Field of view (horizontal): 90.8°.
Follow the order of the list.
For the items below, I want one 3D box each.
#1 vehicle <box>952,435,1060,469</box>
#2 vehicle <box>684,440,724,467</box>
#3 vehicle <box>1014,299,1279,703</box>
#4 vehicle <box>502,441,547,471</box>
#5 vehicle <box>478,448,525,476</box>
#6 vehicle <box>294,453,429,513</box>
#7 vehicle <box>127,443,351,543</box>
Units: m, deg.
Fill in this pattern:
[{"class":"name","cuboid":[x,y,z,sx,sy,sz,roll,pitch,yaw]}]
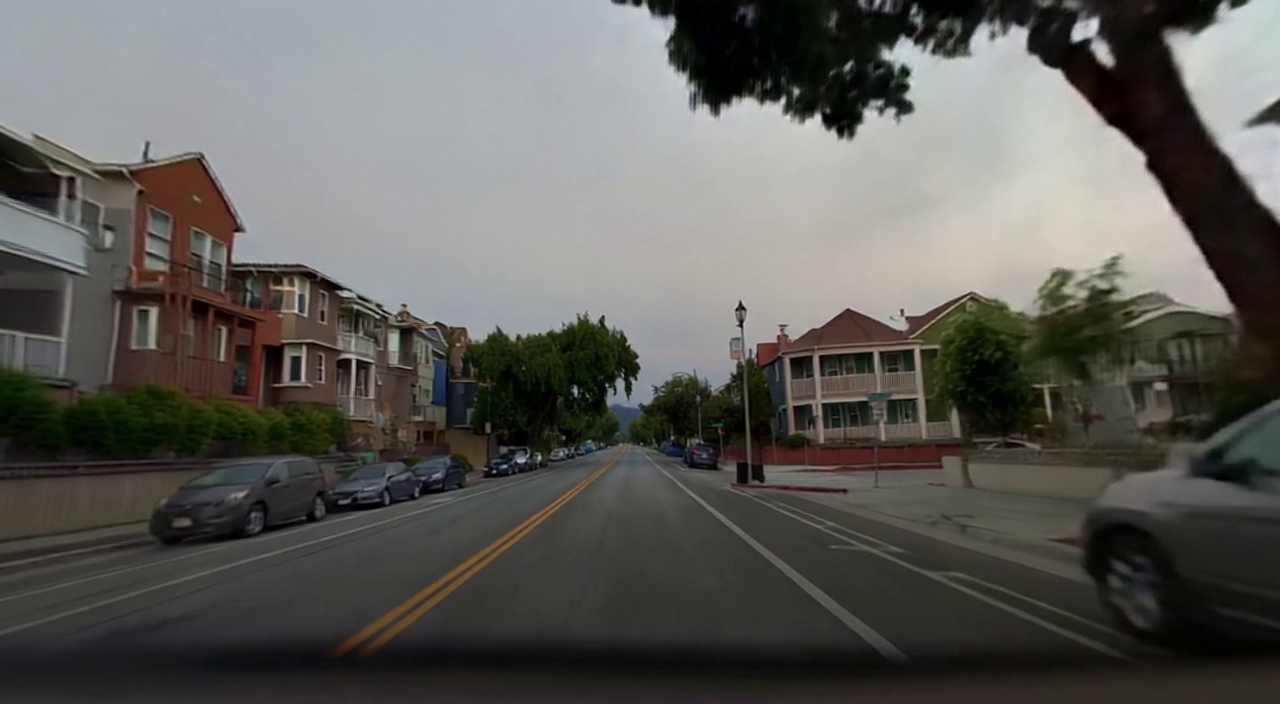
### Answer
[{"class":"vehicle","cuboid":[20.062,5.501,34.779,4.568,1.727,2.199,0,-9,-2]},{"class":"vehicle","cuboid":[4.218,6.795,42.273,2.034,1.674,4.271,0,-9,-3]},{"class":"vehicle","cuboid":[4.327,0.671,2.340,2.393,2.075,5.683,0,-9,0]},{"class":"vehicle","cuboid":[-7.930,7.199,43.698,2.283,1.853,4.903,-1,-9,-1]},{"class":"vehicle","cuboid":[-8.181,6.518,37.728,1.967,1.517,4.360,0,-9,-2]},{"class":"vehicle","cuboid":[-8.077,3.799,18.885,1.970,1.480,4.616,-1,-9,-1]},{"class":"vehicle","cuboid":[-8.080,2.836,13.359,1.919,1.698,4.328,-1,-9,-1]}]
